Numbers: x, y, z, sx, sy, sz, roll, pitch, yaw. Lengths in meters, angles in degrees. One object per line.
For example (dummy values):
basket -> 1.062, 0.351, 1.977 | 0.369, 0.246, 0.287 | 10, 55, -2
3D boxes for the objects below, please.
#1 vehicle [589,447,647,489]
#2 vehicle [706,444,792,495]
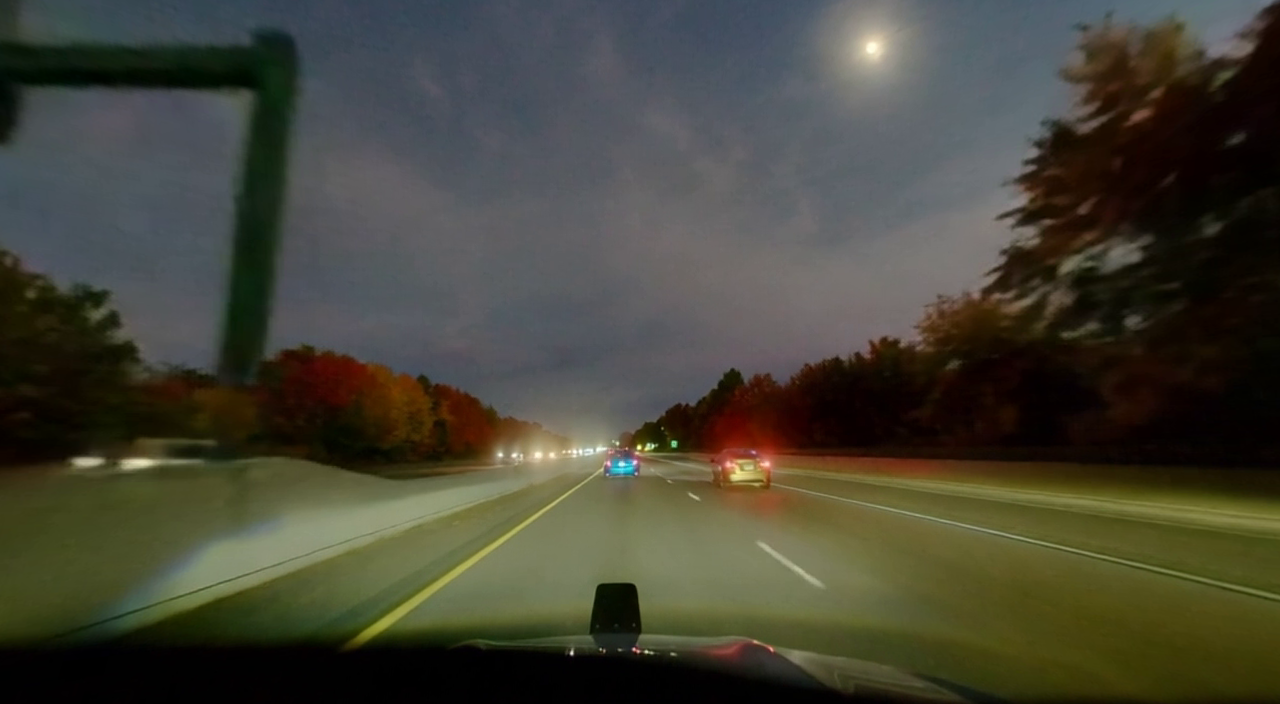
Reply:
vehicle -> -0.844, 4.616, 25.253 | 2.128, 1.516, 4.410 | 0, -9, -1
vehicle -> 3.723, 4.110, 22.288 | 2.300, 1.595, 4.144 | -1, -9, 0
